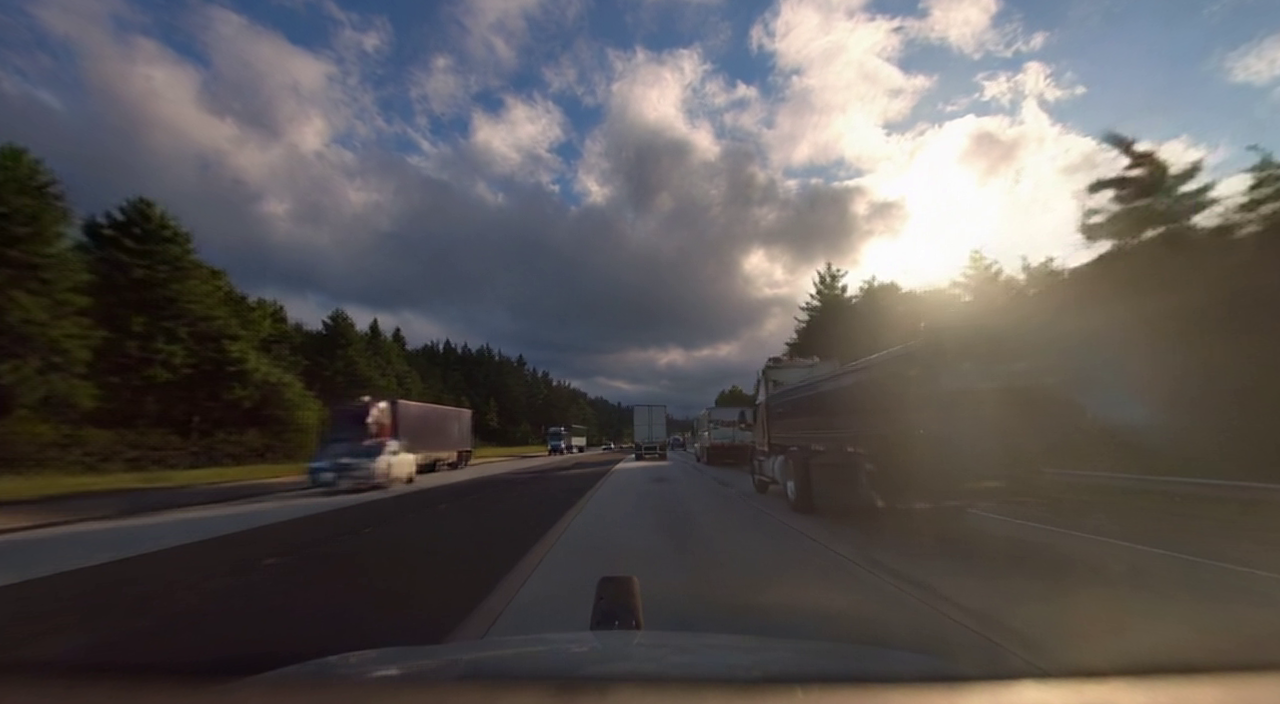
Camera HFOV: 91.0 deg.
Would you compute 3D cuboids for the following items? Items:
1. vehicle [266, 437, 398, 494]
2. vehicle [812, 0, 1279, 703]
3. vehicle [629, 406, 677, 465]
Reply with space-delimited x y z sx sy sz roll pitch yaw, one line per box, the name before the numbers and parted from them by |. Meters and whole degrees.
vehicle | -8.672 3.199 18.172 1.829 1.406 3.980 0 -8 -1
vehicle | 4.481 0.162 6.409 2.860 4.036 8.586 0 -8 -1
vehicle | 0.818 5.228 39.172 2.644 3.247 7.454 -1 -8 1
